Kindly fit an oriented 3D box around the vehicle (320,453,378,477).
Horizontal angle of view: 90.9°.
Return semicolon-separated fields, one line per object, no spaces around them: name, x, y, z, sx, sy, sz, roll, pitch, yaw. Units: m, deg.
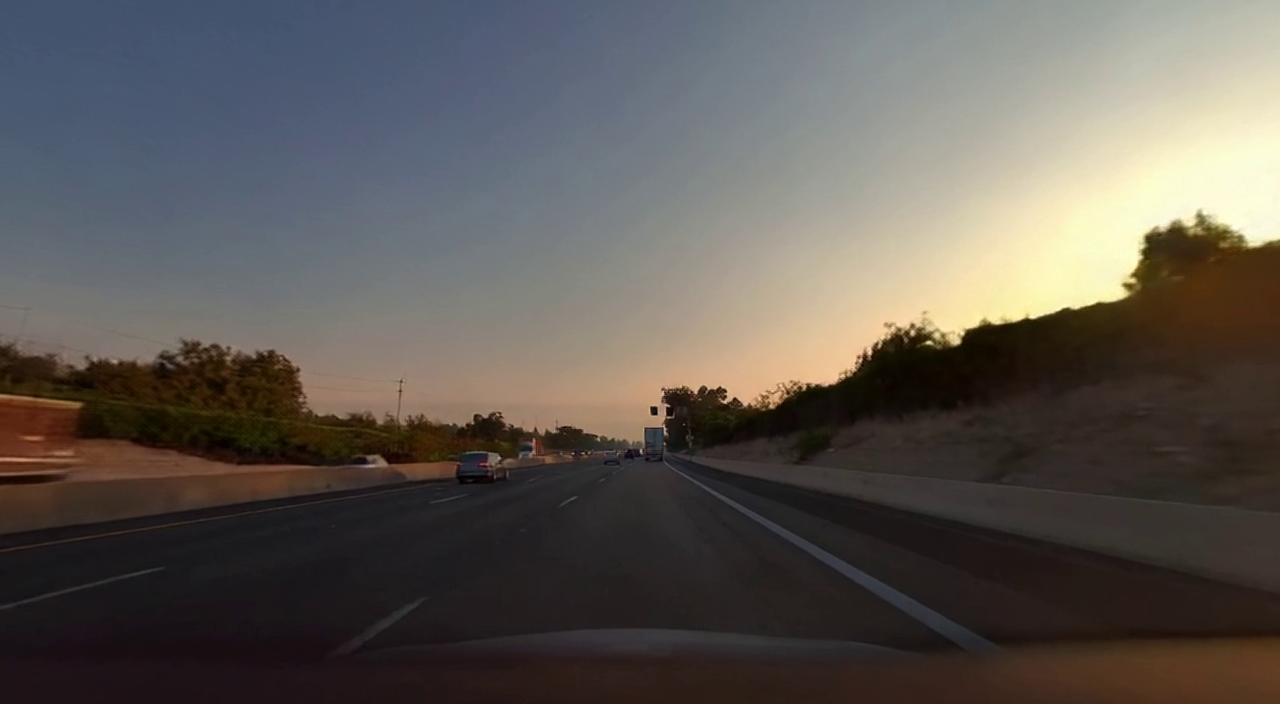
vehicle;-19.173;7.461;41.675;1.842;1.464;3.956;0;-9;1

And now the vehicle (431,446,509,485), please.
vehicle;-7.219;4.865;27.244;2.031;1.521;4.503;0;-9;1
